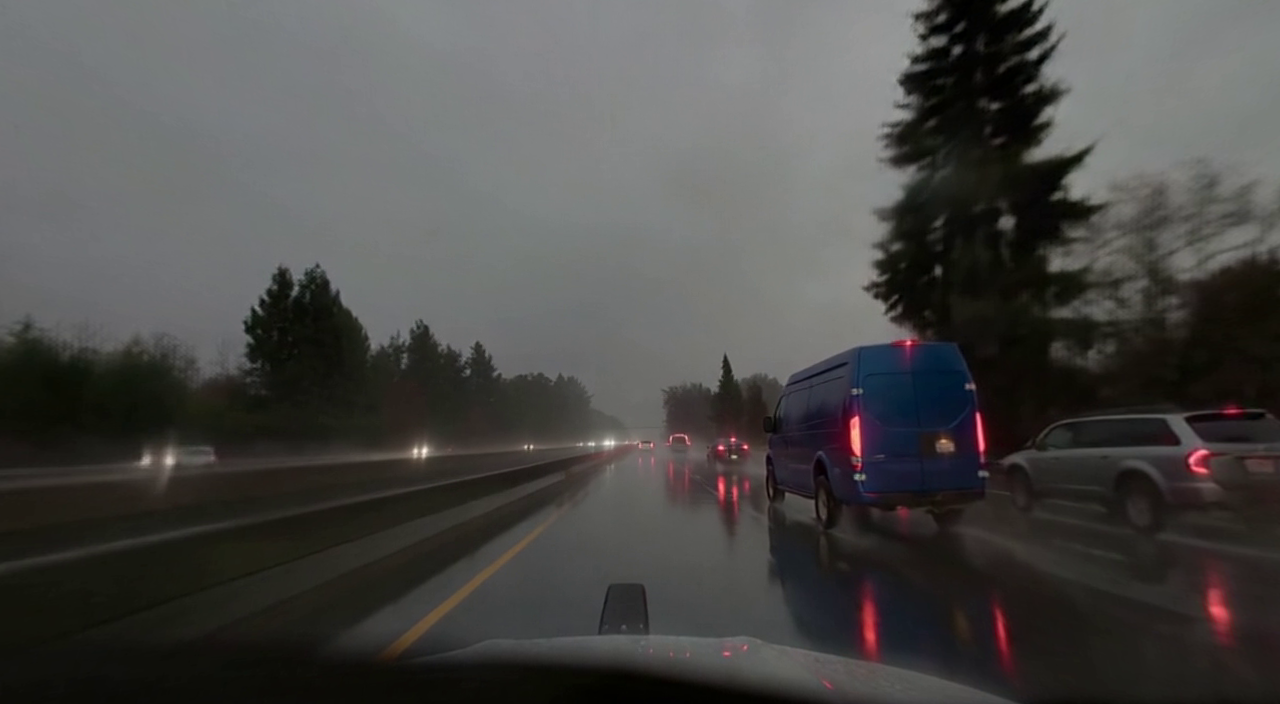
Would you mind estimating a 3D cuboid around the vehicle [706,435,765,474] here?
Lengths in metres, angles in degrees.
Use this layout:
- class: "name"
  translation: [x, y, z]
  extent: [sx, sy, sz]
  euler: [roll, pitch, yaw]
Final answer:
- class: "vehicle"
  translation: [4.401, 4.787, 29.661]
  extent: [2.034, 1.651, 4.342]
  euler: [0, -8, -1]

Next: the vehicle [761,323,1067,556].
- class: "vehicle"
  translation: [3.699, 1.417, 10.255]
  extent: [2.302, 2.670, 5.912]
  euler: [0, -8, 1]

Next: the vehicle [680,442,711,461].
- class: "vehicle"
  translation: [4.271, 7.752, 49.342]
  extent: [2.050, 1.448, 4.123]
  euler: [0, -8, 0]

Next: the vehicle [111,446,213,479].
- class: "vehicle"
  translation: [-28.081, 6.457, 37.292]
  extent: [2.108, 1.792, 4.957]
  euler: [0, -8, 1]

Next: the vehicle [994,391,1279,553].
- class: "vehicle"
  translation: [7.995, 1.752, 9.820]
  extent: [2.212, 1.902, 4.654]
  euler: [0, -8, 0]
